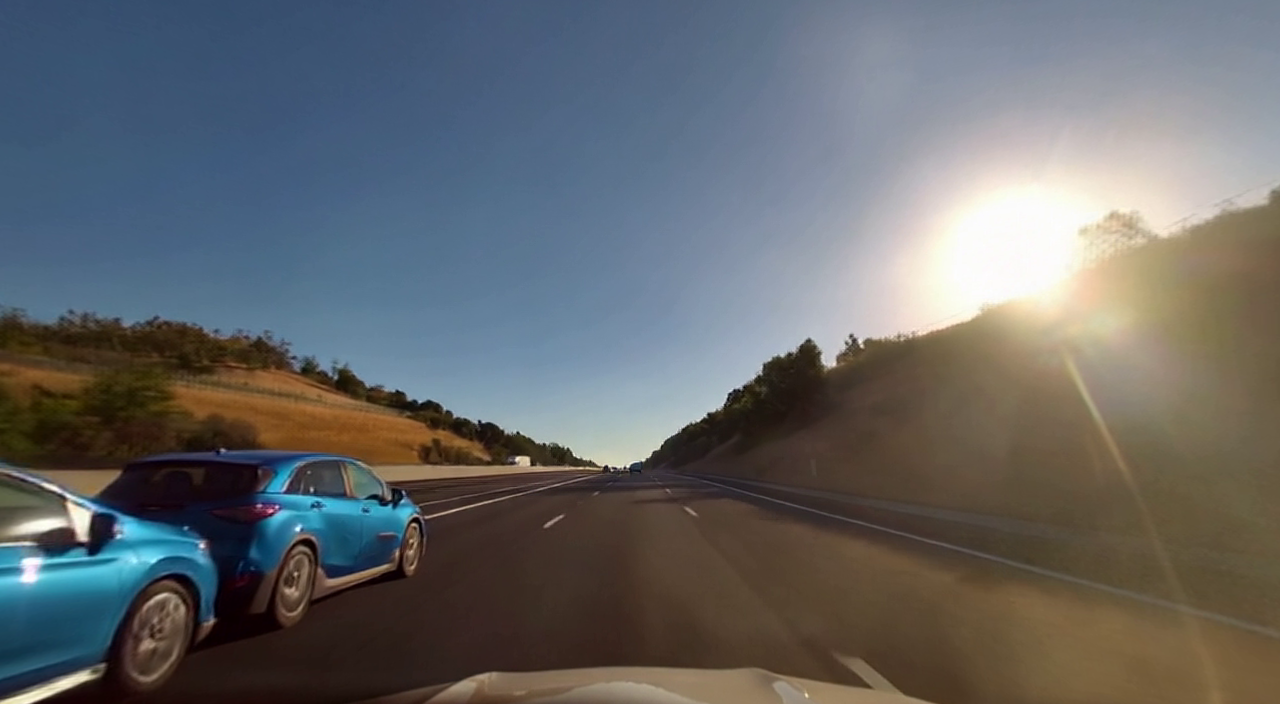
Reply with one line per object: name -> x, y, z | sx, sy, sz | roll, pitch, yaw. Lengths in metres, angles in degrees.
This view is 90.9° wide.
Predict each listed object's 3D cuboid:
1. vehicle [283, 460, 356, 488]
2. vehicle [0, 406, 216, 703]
vehicle -> -18.645, 7.127, 36.905 | 1.838, 1.452, 4.566 | 1, -11, 1
vehicle -> -3.187, 0.717, 0.956 | 2.016, 1.506, 4.387 | 1, -11, -1
